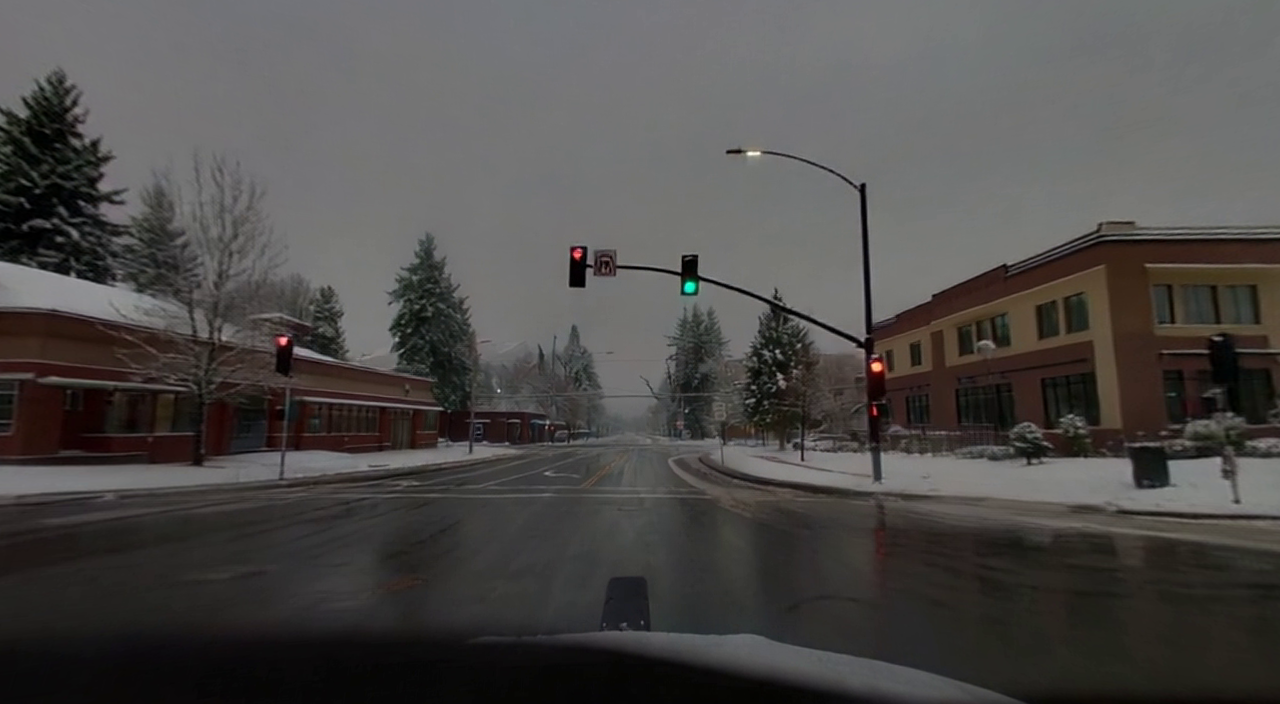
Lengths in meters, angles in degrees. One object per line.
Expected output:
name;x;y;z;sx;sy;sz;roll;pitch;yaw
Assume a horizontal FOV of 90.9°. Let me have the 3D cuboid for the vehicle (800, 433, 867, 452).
vehicle;15.186;7.116;49.635;4.693;1.437;1.799;0;-8;3
